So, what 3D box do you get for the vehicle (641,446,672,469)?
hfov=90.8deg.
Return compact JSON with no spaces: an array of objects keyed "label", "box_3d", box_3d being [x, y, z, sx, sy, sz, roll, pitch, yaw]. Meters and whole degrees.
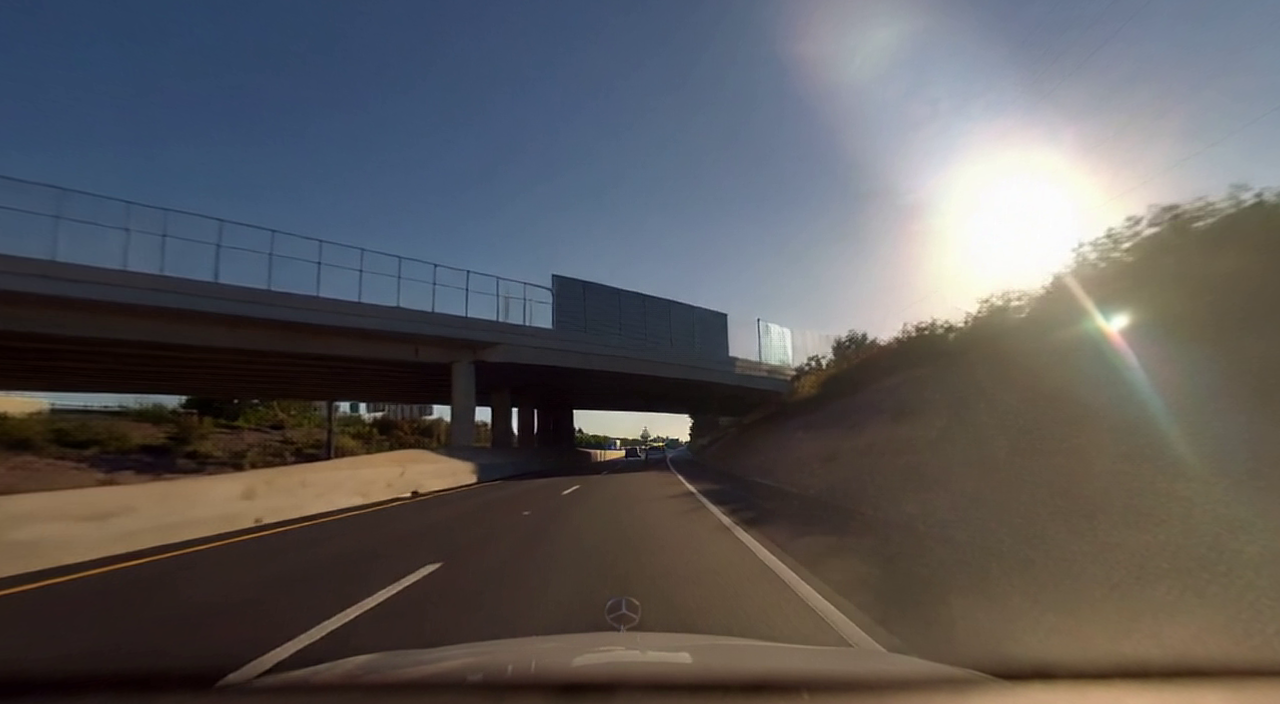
[{"label":"vehicle","box_3d":[1.272,7.867,47.295,2.221,1.603,4.149,-1,-9,2]}]
